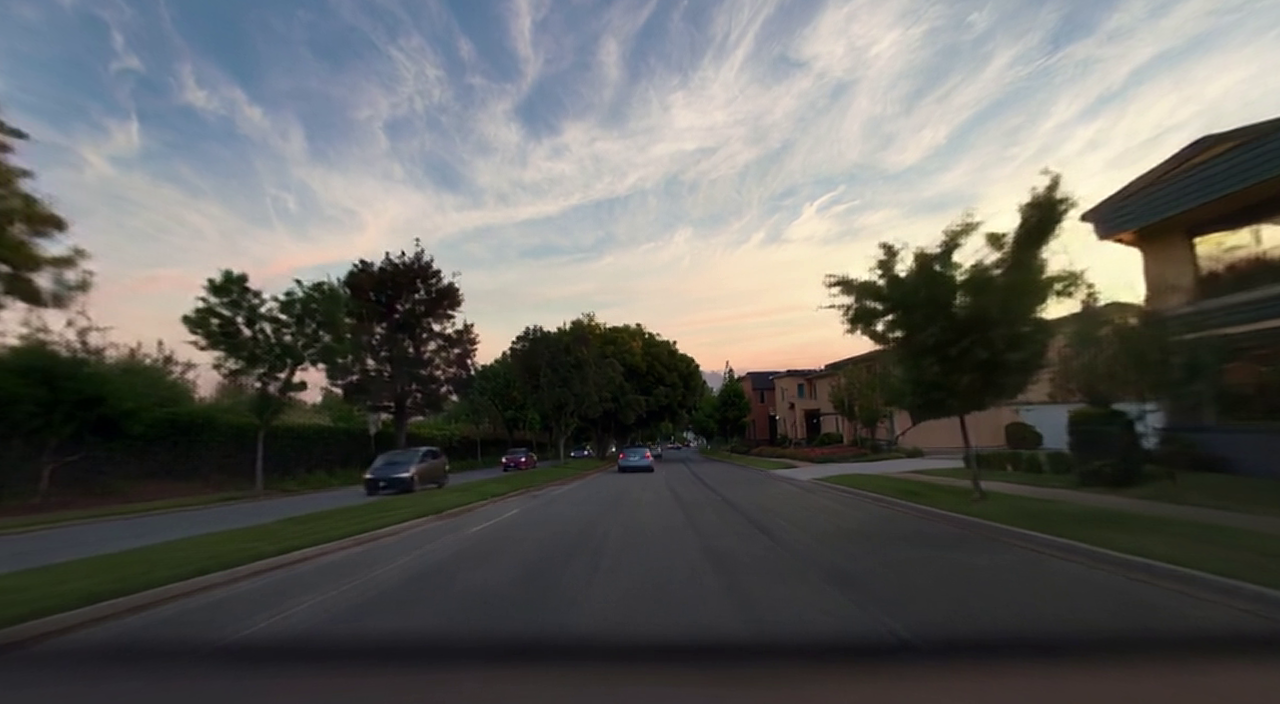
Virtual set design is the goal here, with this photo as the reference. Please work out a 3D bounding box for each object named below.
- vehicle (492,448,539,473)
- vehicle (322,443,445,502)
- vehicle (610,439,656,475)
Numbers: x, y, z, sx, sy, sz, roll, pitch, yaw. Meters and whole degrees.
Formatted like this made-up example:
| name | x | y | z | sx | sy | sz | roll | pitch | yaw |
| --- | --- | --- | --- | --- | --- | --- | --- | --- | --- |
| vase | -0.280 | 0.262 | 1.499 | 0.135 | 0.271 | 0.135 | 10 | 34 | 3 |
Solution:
| name | x | y | z | sx | sy | sz | roll | pitch | yaw |
| --- | --- | --- | --- | --- | --- | --- | --- | --- | --- |
| vehicle | -8.105 | 7.075 | 41.437 | 1.935 | 1.522 | 4.348 | 0 | -8 | 4 |
| vehicle | -8.545 | 4.023 | 21.550 | 2.093 | 1.772 | 4.478 | 0 | -8 | 3 |
| vehicle | -0.253 | 5.291 | 32.058 | 2.129 | 1.713 | 4.314 | 0 | -8 | 2 |
